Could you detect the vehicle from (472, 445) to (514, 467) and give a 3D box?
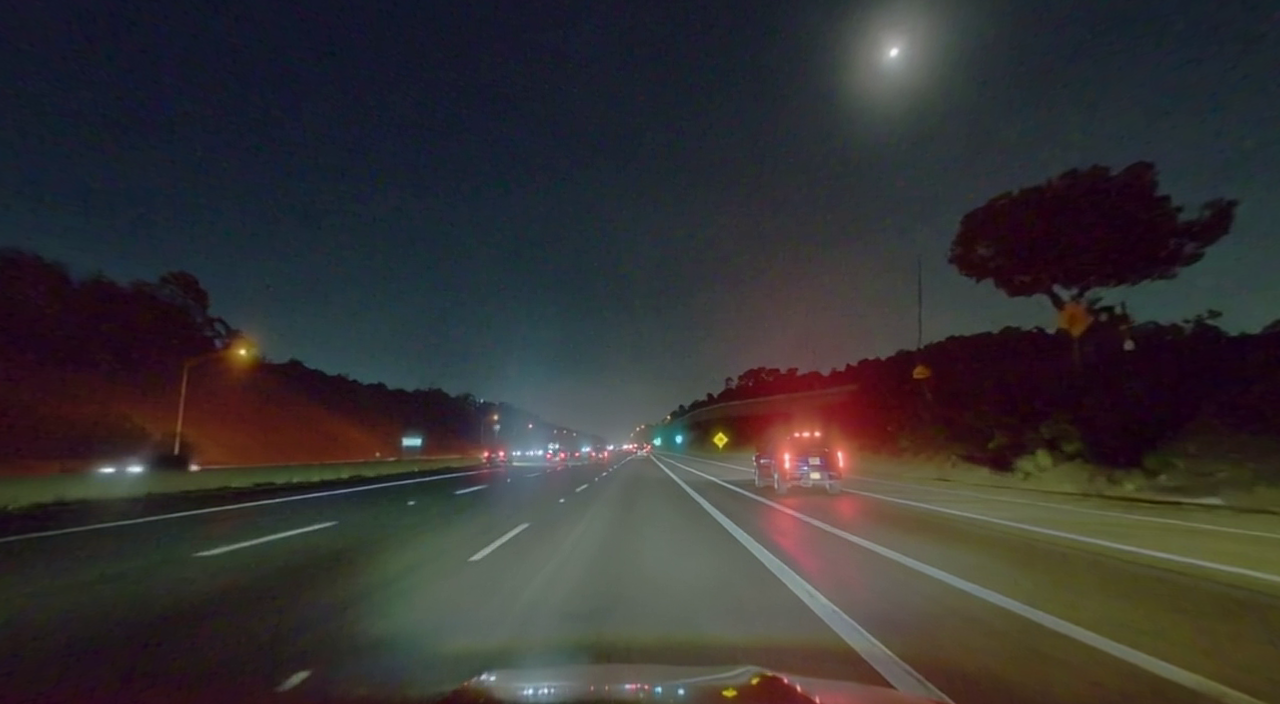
[{"bbox_3d":[-11.270,8.000,48.596,2.107,1.628,4.446,0,-9,1],"label":"vehicle"}]

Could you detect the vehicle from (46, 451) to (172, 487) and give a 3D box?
[{"bbox_3d":[-24.515,5.374,29.335,1.899,1.527,4.512,0,-9,1],"label":"vehicle"}]

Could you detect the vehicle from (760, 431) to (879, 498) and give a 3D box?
[{"bbox_3d":[5.405,3.466,19.816,2.259,1.816,4.862,0,-9,0],"label":"vehicle"}]
